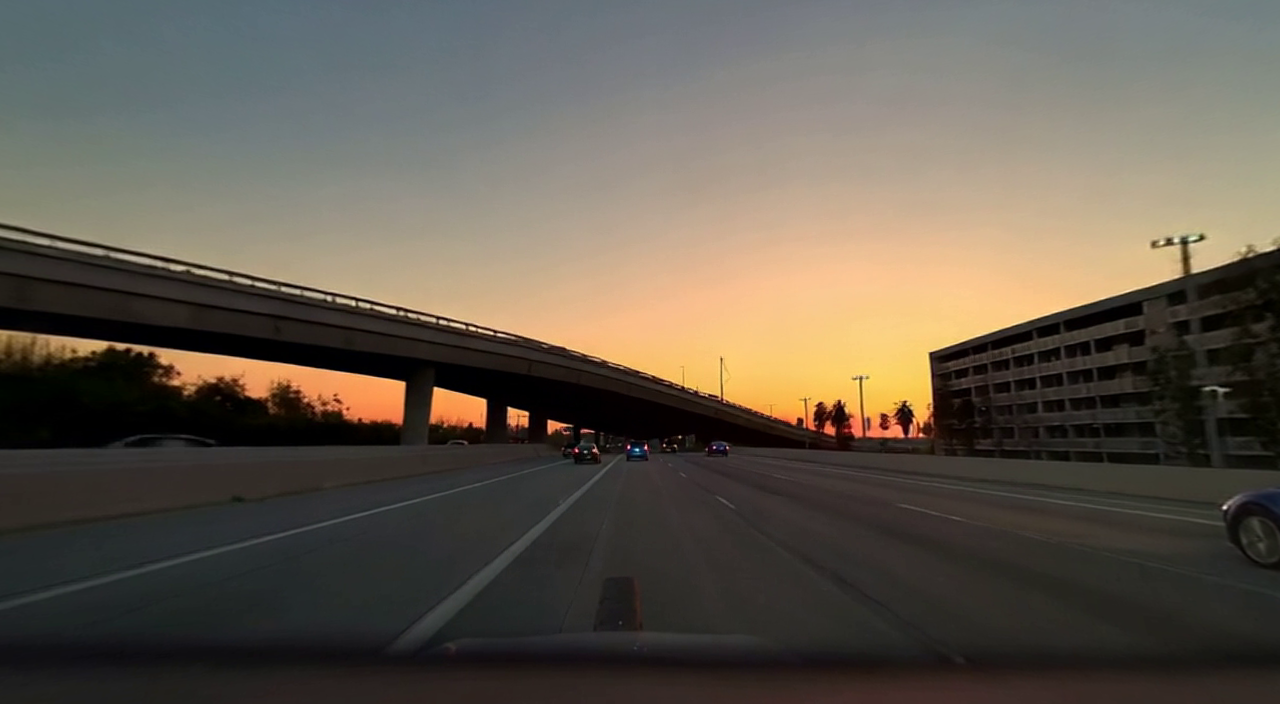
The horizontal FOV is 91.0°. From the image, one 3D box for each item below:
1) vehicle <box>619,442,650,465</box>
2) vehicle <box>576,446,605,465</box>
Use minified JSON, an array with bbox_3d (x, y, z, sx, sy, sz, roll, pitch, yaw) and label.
[{"bbox_3d":[-0.349,7.039,43.920,2.036,1.542,3.891,0,-8,0],"label":"vehicle"},{"bbox_3d":[-3.670,7.693,47.069,1.825,1.347,3.773,0,-8,0],"label":"vehicle"}]
